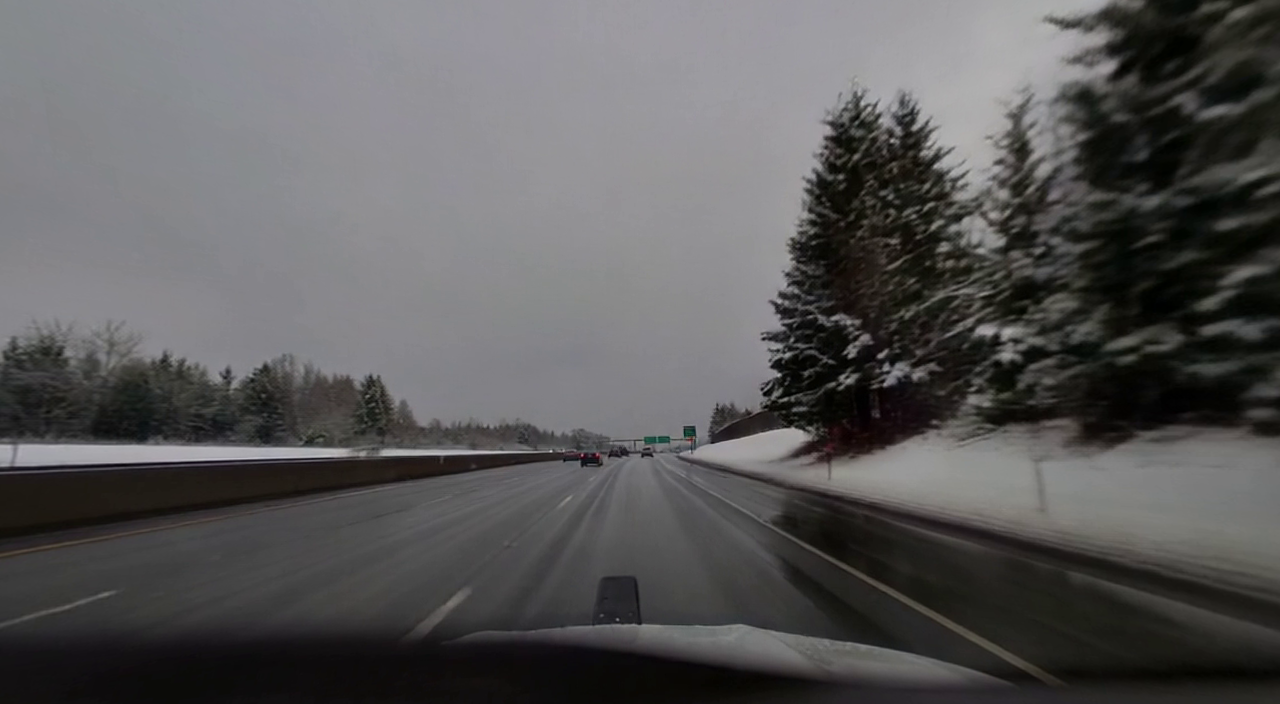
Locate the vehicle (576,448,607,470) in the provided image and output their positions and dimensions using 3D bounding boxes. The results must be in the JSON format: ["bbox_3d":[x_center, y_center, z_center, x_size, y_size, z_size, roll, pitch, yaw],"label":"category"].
[{"bbox_3d":[-3.331,7.490,43.997,1.895,1.482,3.852,0,-9,0],"label":"vehicle"}]
